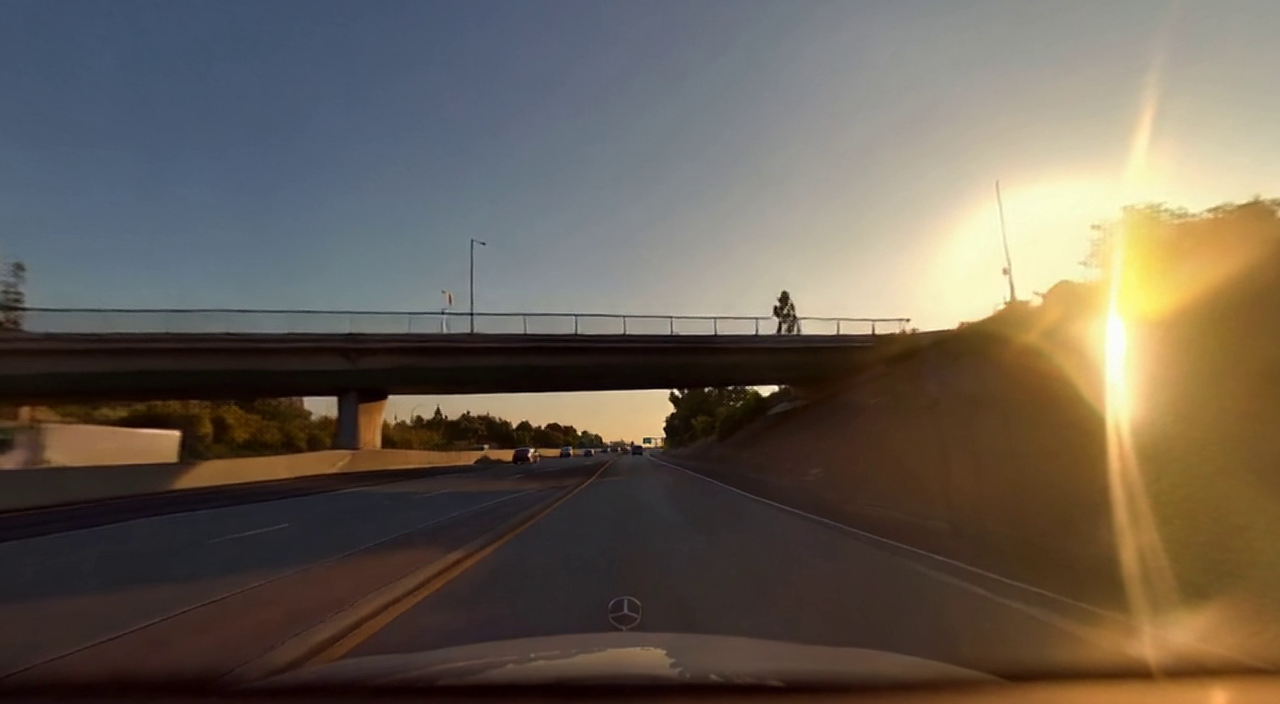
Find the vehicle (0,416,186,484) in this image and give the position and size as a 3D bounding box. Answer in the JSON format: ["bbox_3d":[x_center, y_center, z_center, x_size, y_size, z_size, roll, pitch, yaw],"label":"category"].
[{"bbox_3d":[-31.314,5.452,34.981,2.715,3.193,12.176,0,-9,2],"label":"vehicle"}]
